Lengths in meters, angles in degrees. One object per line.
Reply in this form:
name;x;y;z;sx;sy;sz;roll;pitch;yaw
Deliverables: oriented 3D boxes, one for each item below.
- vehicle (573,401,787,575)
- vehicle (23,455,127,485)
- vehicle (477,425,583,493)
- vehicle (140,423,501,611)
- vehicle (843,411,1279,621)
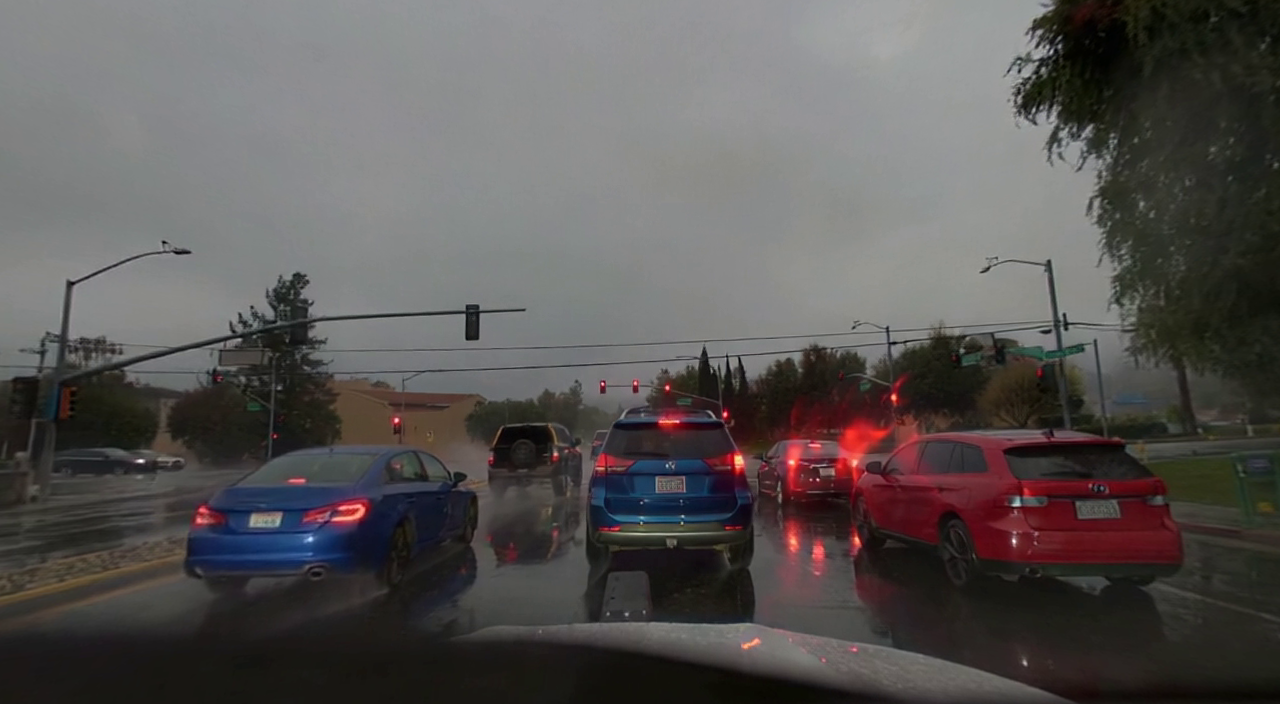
vehicle;0.398;1.706;8.682;2.172;1.764;4.338;0;-8;0
vehicle;-33.267;6.930;37.160;4.395;1.636;1.926;-1;-8;5
vehicle;-3.204;3.289;19.746;2.230;1.834;5.469;0;-8;1
vehicle;-3.050;1.647;7.274;1.876;1.497;4.308;0;-8;0
vehicle;3.925;1.552;6.910;1.954;1.592;3.992;0;-8;-2
